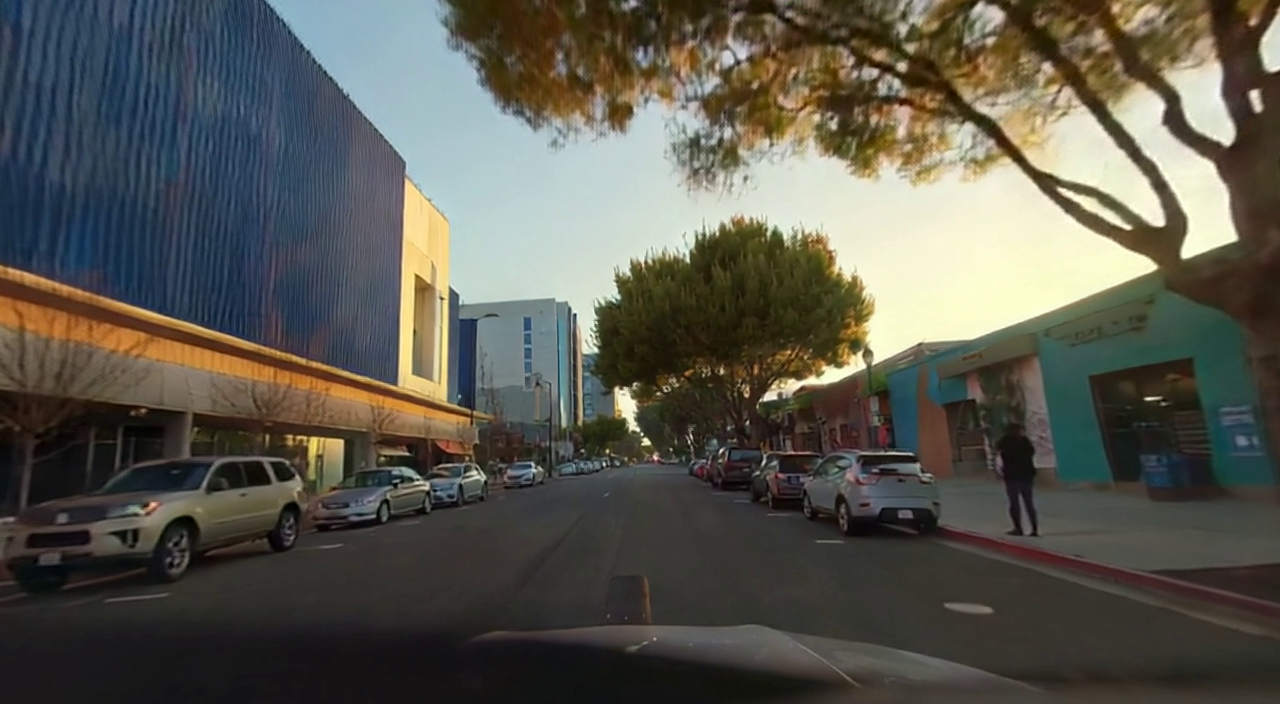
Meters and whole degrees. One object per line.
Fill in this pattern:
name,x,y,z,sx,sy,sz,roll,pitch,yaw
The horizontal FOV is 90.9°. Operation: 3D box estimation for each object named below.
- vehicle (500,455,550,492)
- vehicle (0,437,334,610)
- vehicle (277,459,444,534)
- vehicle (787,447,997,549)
vehicle,-6.463,6.873,36.046,1.996,1.770,5.518,-2,-9,-2
vehicle,-6.924,2.299,9.665,2.238,1.891,4.780,-1,-7,-2
vehicle,-6.956,3.616,16.432,2.001,1.502,4.851,-1,-8,2
vehicle,4.344,2.573,11.914,1.973,1.494,4.867,0,-9,0
